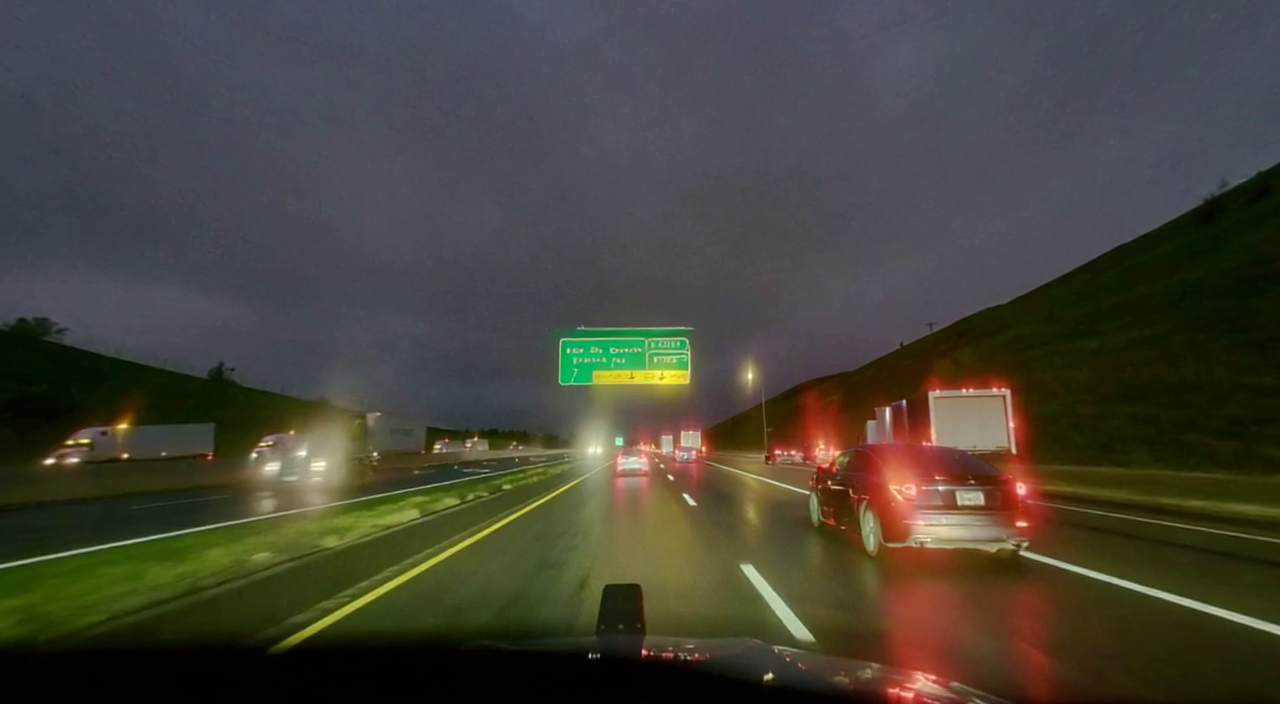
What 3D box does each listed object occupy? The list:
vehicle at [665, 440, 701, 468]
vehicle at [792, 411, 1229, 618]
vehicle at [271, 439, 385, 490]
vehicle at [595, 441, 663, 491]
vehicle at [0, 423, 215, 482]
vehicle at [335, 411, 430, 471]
[{"bbox_3d":[2.701,6.558,40.510,2.048,1.704,4.284,0,-9,0],"label":"vehicle"},{"bbox_3d":[3.366,1.584,7.135,1.997,1.534,4.664,0,-9,-2],"label":"vehicle"},{"bbox_3d":[-11.064,3.998,22.709,1.991,1.624,4.215,0,-9,-1],"label":"vehicle"},{"bbox_3d":[-0.360,3.646,20.379,1.970,1.441,3.846,0,-9,-1],"label":"vehicle"},{"bbox_3d":[-37.205,6.884,45.169,2.860,3.408,14.775,-3,-7,2],"label":"vehicle"},{"bbox_3d":[-16.183,5.763,40.305,2.687,3.442,7.686,0,-9,1],"label":"vehicle"}]
